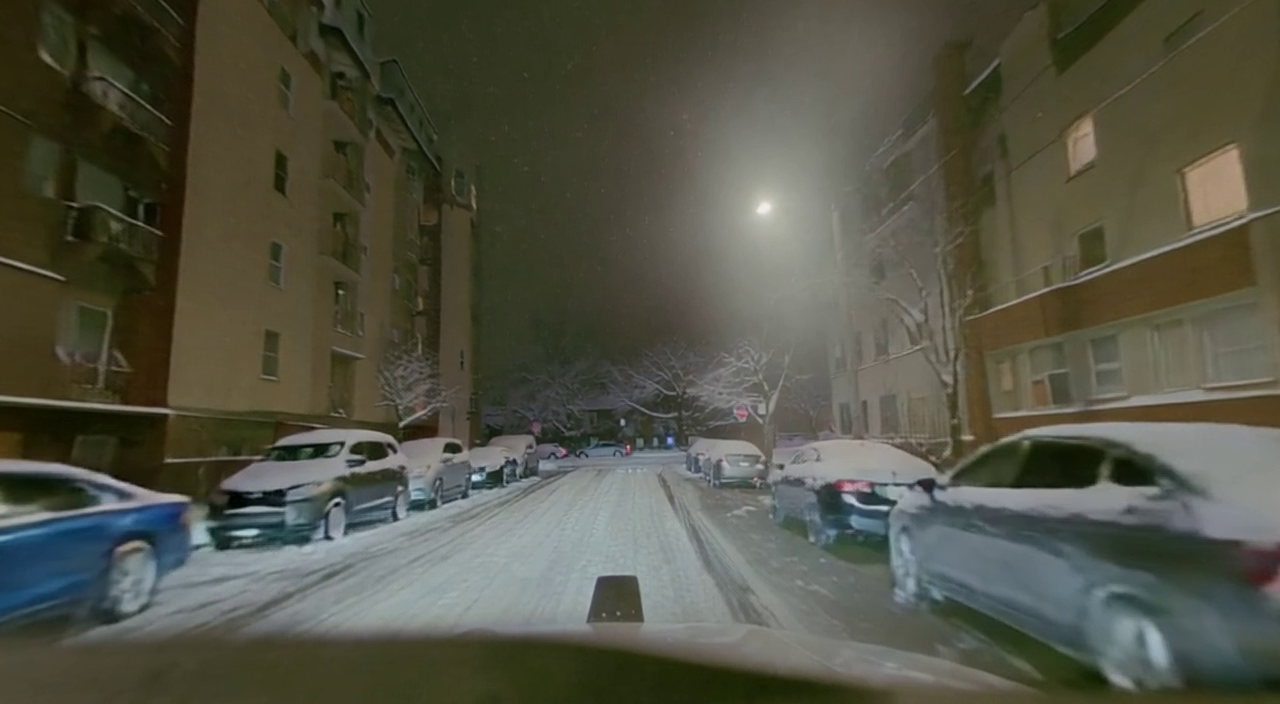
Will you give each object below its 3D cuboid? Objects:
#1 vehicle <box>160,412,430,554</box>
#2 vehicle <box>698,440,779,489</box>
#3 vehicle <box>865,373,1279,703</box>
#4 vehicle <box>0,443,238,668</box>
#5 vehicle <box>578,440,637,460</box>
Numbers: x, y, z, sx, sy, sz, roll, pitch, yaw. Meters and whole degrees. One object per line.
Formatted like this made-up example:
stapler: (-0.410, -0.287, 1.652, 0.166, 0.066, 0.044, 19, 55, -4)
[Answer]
vehicle: (-5.551, 2.143, 11.100, 2.216, 1.953, 4.553, 0, -8, -1)
vehicle: (3.241, 3.800, 21.659, 1.919, 1.490, 4.339, 0, -8, -2)
vehicle: (3.219, 1.125, 3.866, 2.099, 1.585, 4.208, 0, -8, 0)
vehicle: (-5.372, 1.379, 4.316, 2.119, 1.500, 4.953, 0, -8, -2)
vehicle: (-2.510, 7.526, 48.700, 4.489, 1.470, 1.776, 1, -8, -3)
